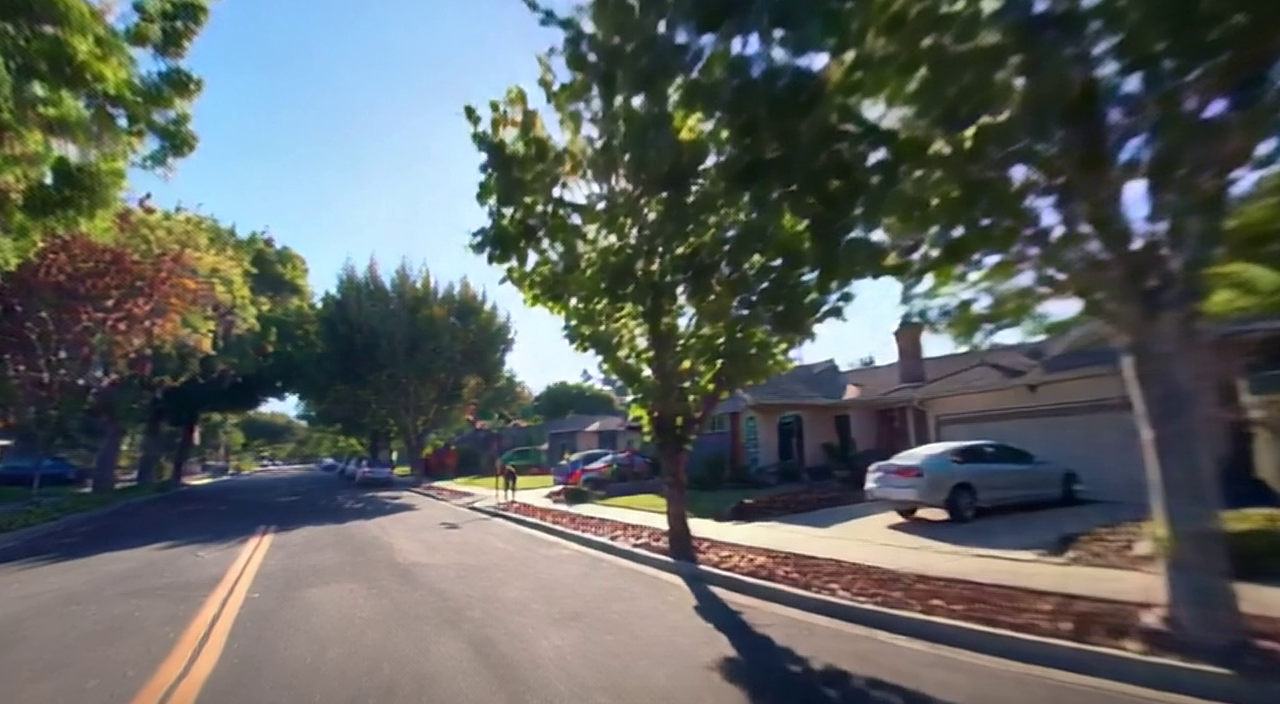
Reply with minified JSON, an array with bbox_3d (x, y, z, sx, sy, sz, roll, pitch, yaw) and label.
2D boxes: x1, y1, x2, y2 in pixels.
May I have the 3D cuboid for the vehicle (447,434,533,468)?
[{"bbox_3d":[-9.429,6.231,39.775,4.861,1.911,2.181,5,-14,-27],"label":"vehicle"}]

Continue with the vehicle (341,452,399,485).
[{"bbox_3d":[-13.640,5.877,31.745,2.009,1.506,4.698,7,-13,-29],"label":"vehicle"}]

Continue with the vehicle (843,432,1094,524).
[{"bbox_3d":[6.421,2.465,12.328,4.569,1.499,1.917,6,-12,-27],"label":"vehicle"}]

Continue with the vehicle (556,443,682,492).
[{"bbox_3d":[-0.758,4.360,23.628,4.230,1.666,1.978,6,-12,-26],"label":"vehicle"}]

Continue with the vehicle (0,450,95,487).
[{"bbox_3d":[-31.758,6.079,32.937,4.511,1.809,2.018,6,-13,-27],"label":"vehicle"}]
